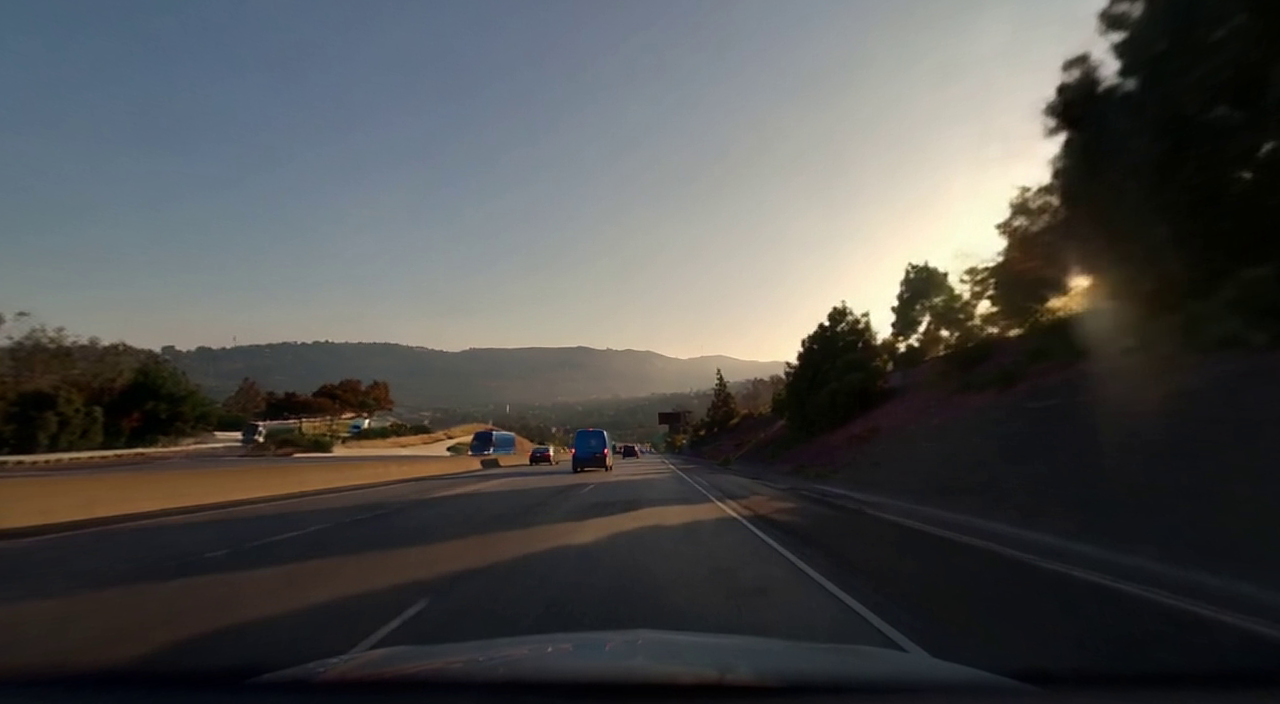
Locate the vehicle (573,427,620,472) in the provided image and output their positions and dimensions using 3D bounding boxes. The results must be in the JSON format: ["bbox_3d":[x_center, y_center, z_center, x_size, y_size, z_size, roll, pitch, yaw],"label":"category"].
[{"bbox_3d":[-2.572,6.073,39.187,2.437,2.565,5.829,0,-9,1],"label":"vehicle"}]

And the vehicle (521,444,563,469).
[{"bbox_3d":[-6.767,7.297,44.065,2.164,1.664,4.252,0,-9,1],"label":"vehicle"}]
